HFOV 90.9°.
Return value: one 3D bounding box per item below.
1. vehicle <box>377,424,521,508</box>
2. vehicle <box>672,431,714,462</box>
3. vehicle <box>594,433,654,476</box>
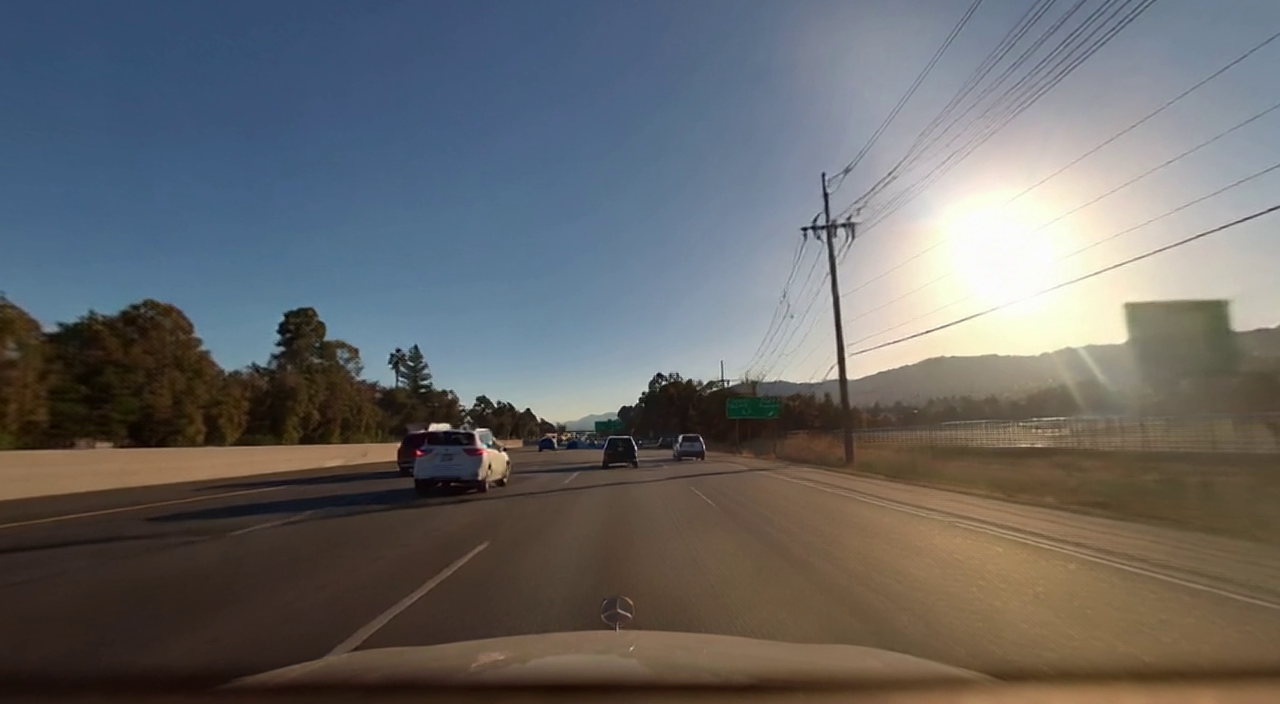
[{"bbox_3d":[-4.127,2.504,14.528,1.901,1.601,4.610,0,-8,0],"label":"vehicle"},{"bbox_3d":[3.072,5.603,37.631,1.950,1.695,4.446,0,-8,-3],"label":"vehicle"},{"bbox_3d":[-0.586,3.836,23.861,2.086,1.488,3.440,0,-8,-1],"label":"vehicle"}]
